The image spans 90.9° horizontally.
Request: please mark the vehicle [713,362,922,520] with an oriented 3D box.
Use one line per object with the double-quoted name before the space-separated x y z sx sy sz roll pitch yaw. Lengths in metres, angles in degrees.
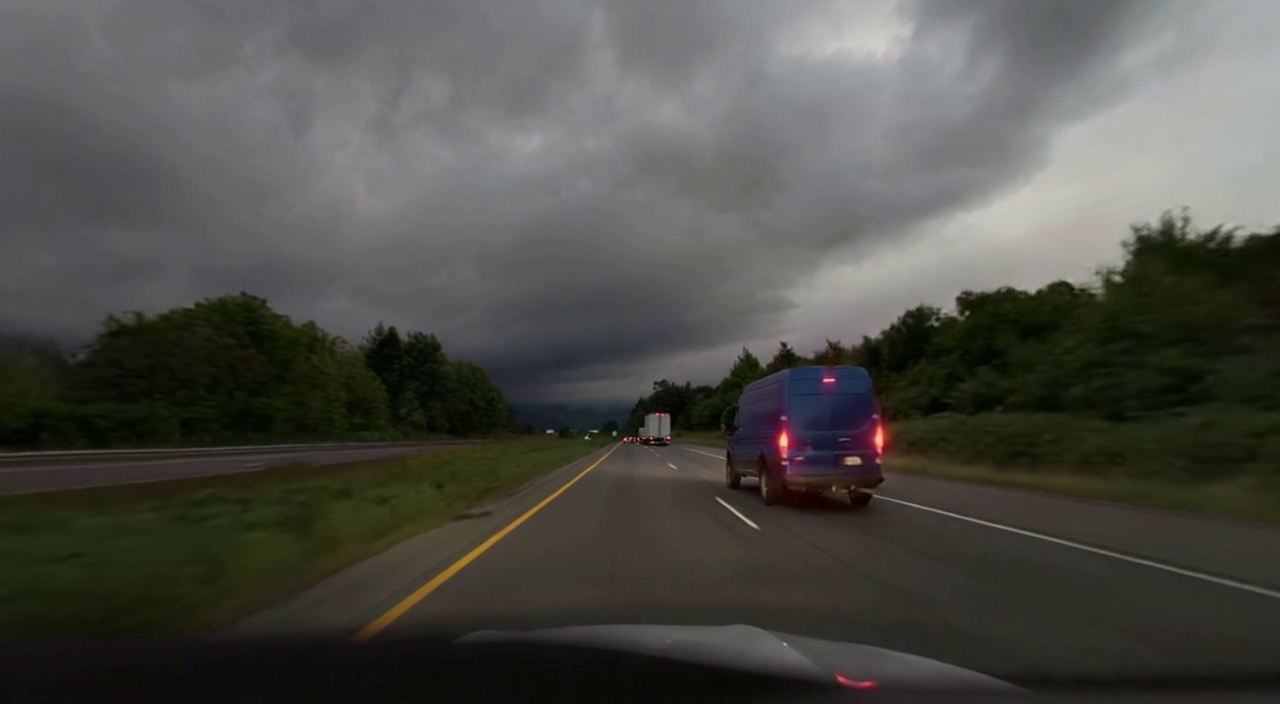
"vehicle" 3.283 1.873 13.520 2.570 2.596 6.082 0 -8 -1
